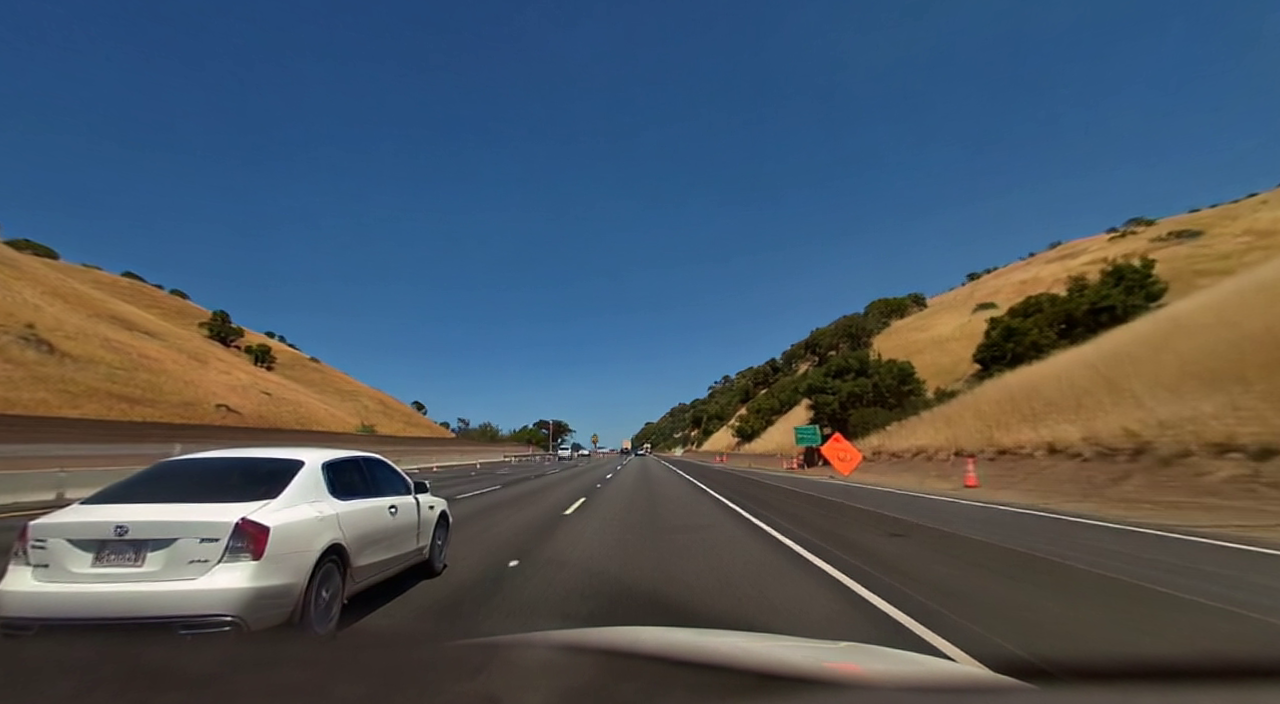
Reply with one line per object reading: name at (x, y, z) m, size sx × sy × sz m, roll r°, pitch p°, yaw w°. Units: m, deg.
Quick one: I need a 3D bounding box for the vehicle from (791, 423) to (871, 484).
vehicle at (10.145, 5.445, 34.081) m, size 2.522 × 2.907 × 5.675 m, roll -2°, pitch -8°, yaw 1°
